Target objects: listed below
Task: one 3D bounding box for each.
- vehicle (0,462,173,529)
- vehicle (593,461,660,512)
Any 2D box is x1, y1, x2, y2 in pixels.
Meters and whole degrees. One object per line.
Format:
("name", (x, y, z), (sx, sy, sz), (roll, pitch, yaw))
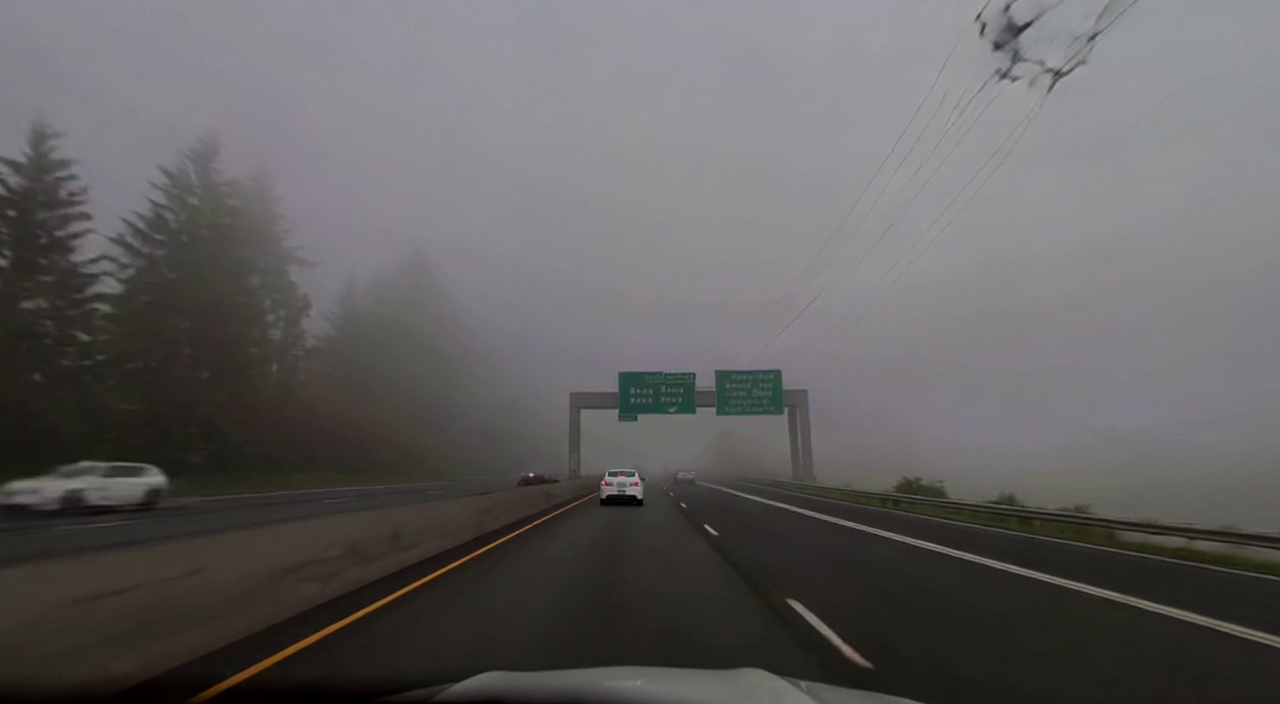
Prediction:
("vehicle", (-15.264, 3.766, 17.039), (1.812, 1.510, 4.420), (1, -10, 0))
("vehicle", (-0.409, 4.418, 21.010), (1.987, 1.480, 3.786), (1, -10, 0))
